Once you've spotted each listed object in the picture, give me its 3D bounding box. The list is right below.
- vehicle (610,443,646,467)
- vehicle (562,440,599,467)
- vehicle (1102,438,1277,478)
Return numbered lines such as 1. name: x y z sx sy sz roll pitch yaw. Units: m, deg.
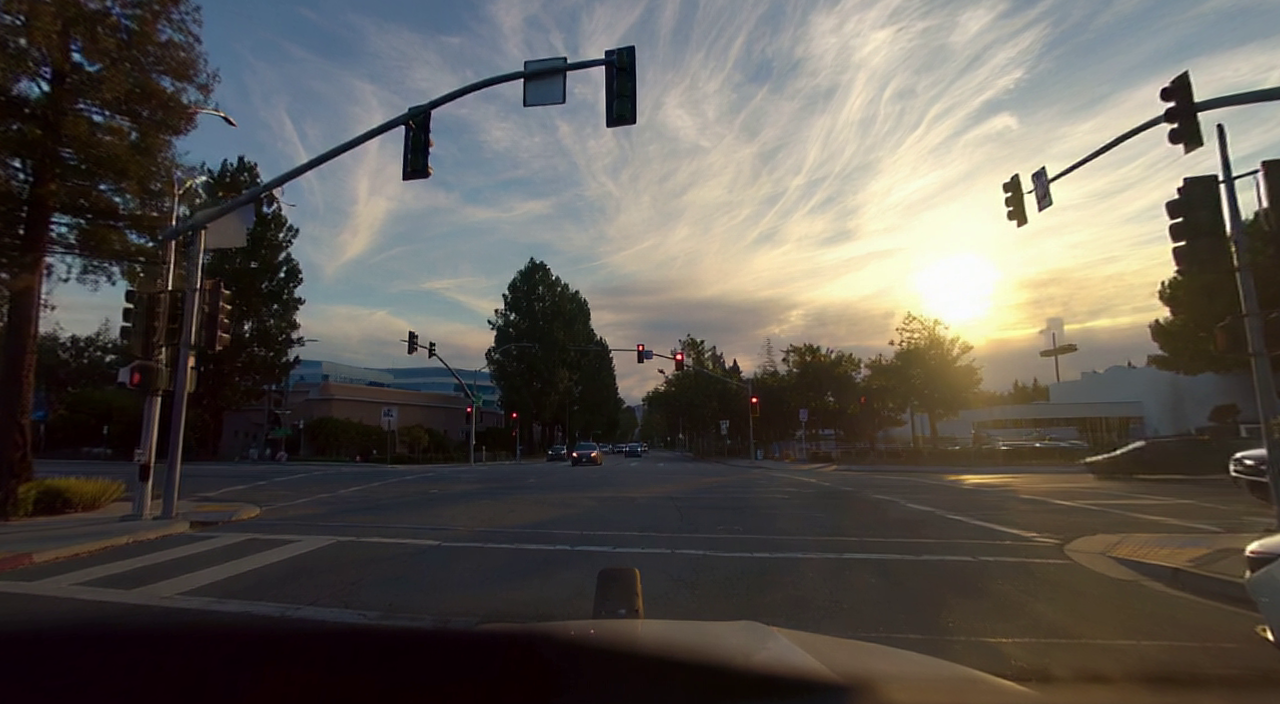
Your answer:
1. vehicle: -0.839 6.835 42.032 2.056 1.492 3.937 1 -9 -6
2. vehicle: -4.088 7.104 44.289 2.251 1.756 4.610 0 -9 -1
3. vehicle: 20.997 4.074 24.401 4.628 1.414 1.897 -3 -9 17
